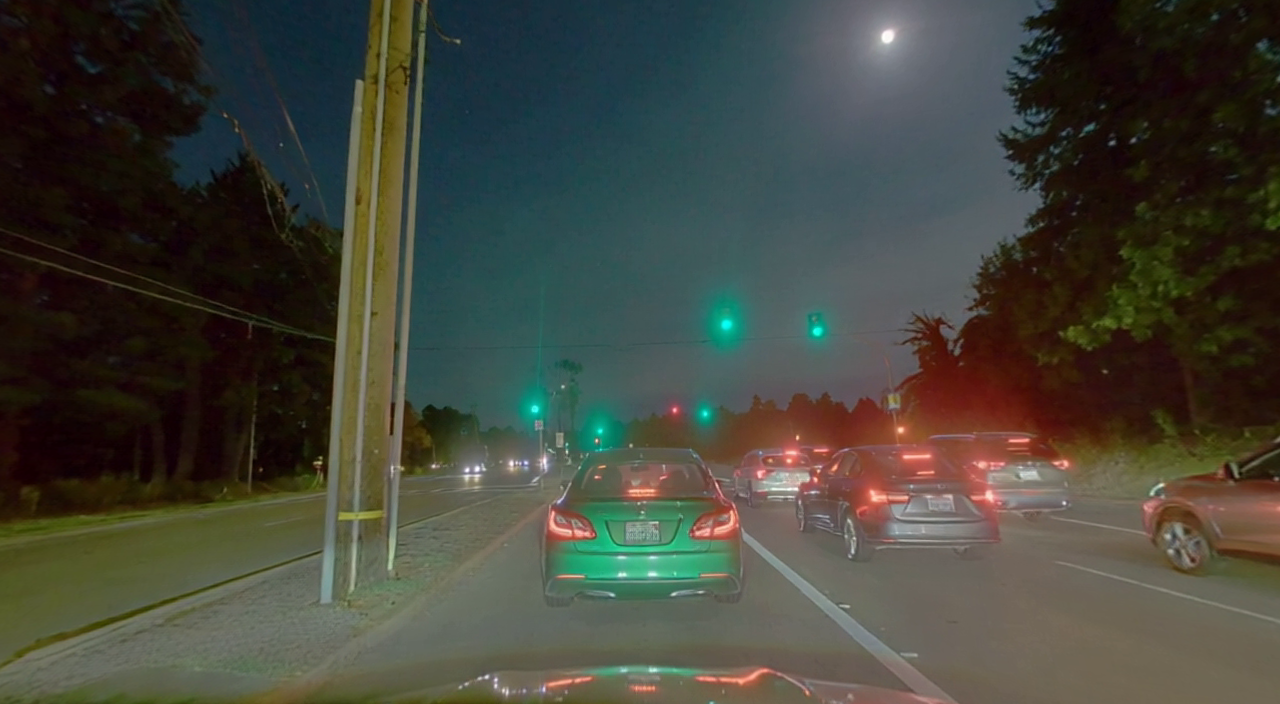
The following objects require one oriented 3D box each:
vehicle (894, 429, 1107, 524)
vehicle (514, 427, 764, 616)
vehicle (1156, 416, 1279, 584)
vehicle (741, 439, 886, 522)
[{"bbox_3d":[7.026,2.461,12.909,1.923,1.611,4.094,0,-9,0],"label":"vehicle"},{"bbox_3d":[0.009,1.684,7.114,2.015,1.502,3.898,0,-9,1],"label":"vehicle"},{"bbox_3d":[6.940,1.341,5.589,1.783,1.572,3.421,0,-9,1],"label":"vehicle"},{"bbox_3d":[3.536,2.715,13.820,1.934,1.494,4.446,0,-9,0],"label":"vehicle"}]
